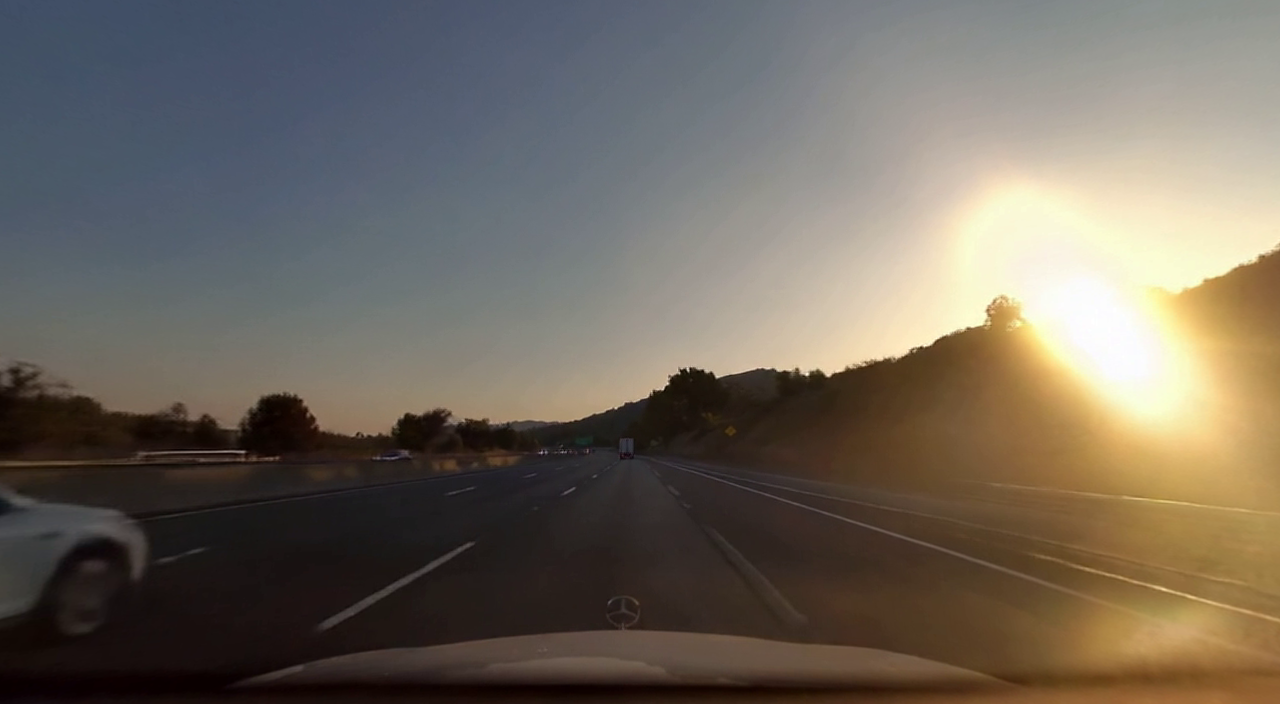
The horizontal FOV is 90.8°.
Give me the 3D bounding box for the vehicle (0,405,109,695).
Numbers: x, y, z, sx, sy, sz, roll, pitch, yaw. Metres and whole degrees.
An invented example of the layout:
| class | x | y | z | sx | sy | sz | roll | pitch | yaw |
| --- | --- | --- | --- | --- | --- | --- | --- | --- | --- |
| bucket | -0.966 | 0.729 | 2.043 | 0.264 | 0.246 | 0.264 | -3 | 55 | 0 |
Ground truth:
| class | x | y | z | sx | sy | sz | roll | pitch | yaw |
| --- | --- | --- | --- | --- | --- | --- | --- | --- | --- |
| vehicle | -4.565 | 0.806 | 1.588 | 2.108 | 1.573 | 5.000 | 0 | -9 | 0 |
